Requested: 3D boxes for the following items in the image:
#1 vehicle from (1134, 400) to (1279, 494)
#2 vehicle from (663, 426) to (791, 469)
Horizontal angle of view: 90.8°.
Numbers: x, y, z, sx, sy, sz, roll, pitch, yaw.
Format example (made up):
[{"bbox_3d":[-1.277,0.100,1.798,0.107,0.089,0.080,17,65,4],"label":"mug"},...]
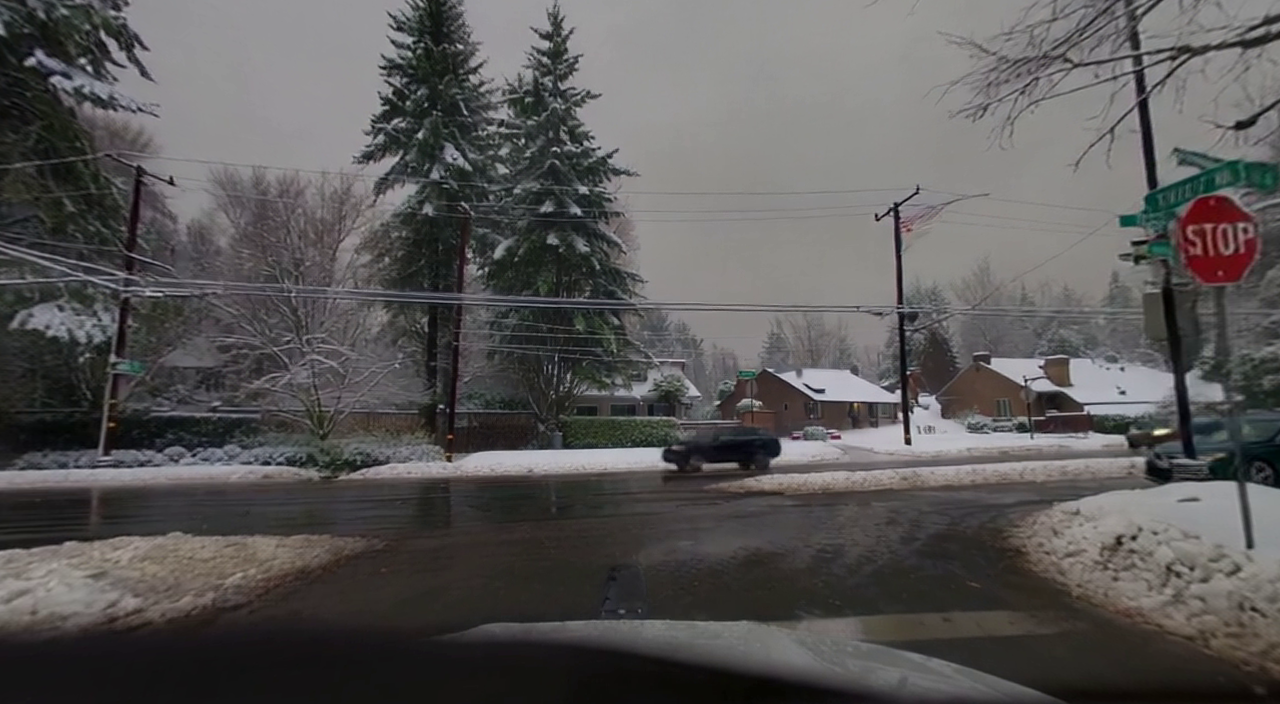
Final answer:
[{"bbox_3d":[12.795,1.886,12.689,4.208,1.685,2.014,1,-8,-8],"label":"vehicle"},{"bbox_3d":[3.189,3.517,23.407,4.296,1.499,1.814,2,-9,-16],"label":"vehicle"}]
